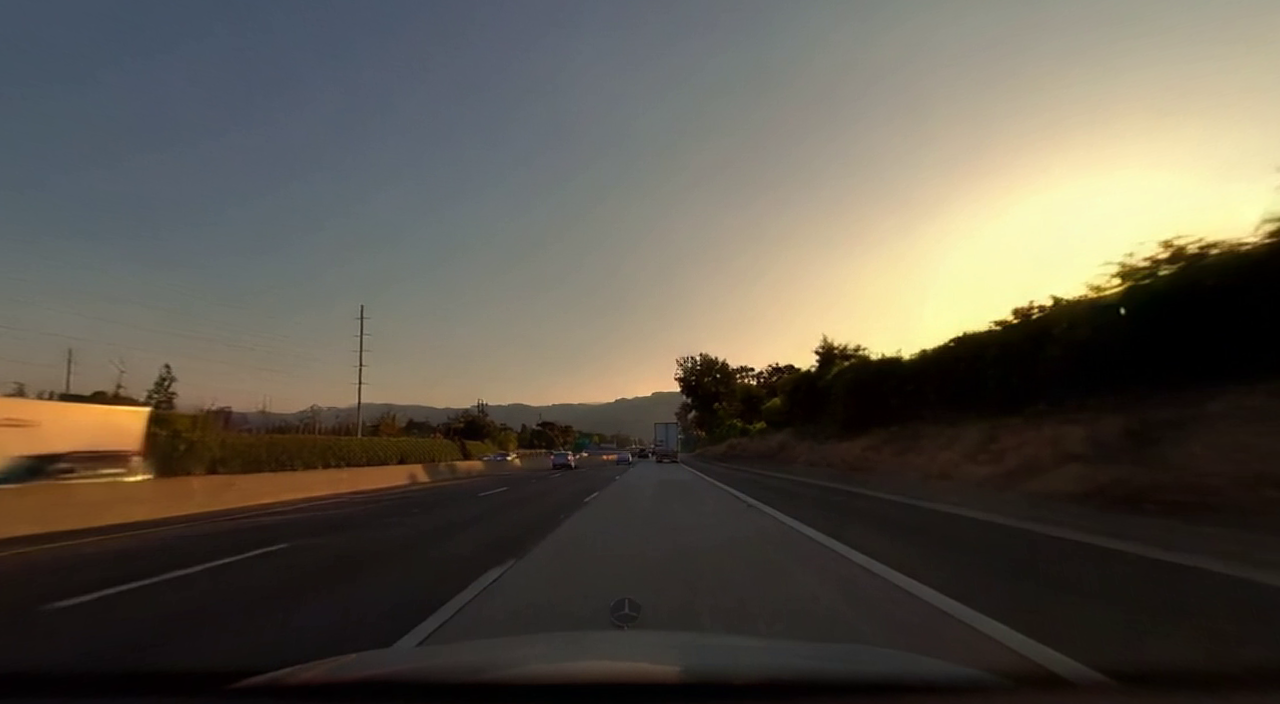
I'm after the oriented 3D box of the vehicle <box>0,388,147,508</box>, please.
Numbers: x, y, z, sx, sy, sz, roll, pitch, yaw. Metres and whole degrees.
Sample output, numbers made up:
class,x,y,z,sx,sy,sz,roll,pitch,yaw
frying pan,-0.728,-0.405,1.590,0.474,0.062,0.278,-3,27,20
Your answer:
class,x,y,z,sx,sy,sz,roll,pitch,yaw
vehicle,-23.018,3.015,19.780,2.920,3.966,14.592,0,-9,2

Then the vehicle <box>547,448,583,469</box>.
class,x,y,z,sx,sy,sz,roll,pitch,yaw
vehicle,-5.759,8.258,48.972,2.031,1.521,4.503,0,-9,2

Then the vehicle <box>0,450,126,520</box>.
class,x,y,z,sx,sy,sz,roll,pitch,yaw
vehicle,-14.940,3.072,14.839,1.915,1.506,4.321,0,-9,2
